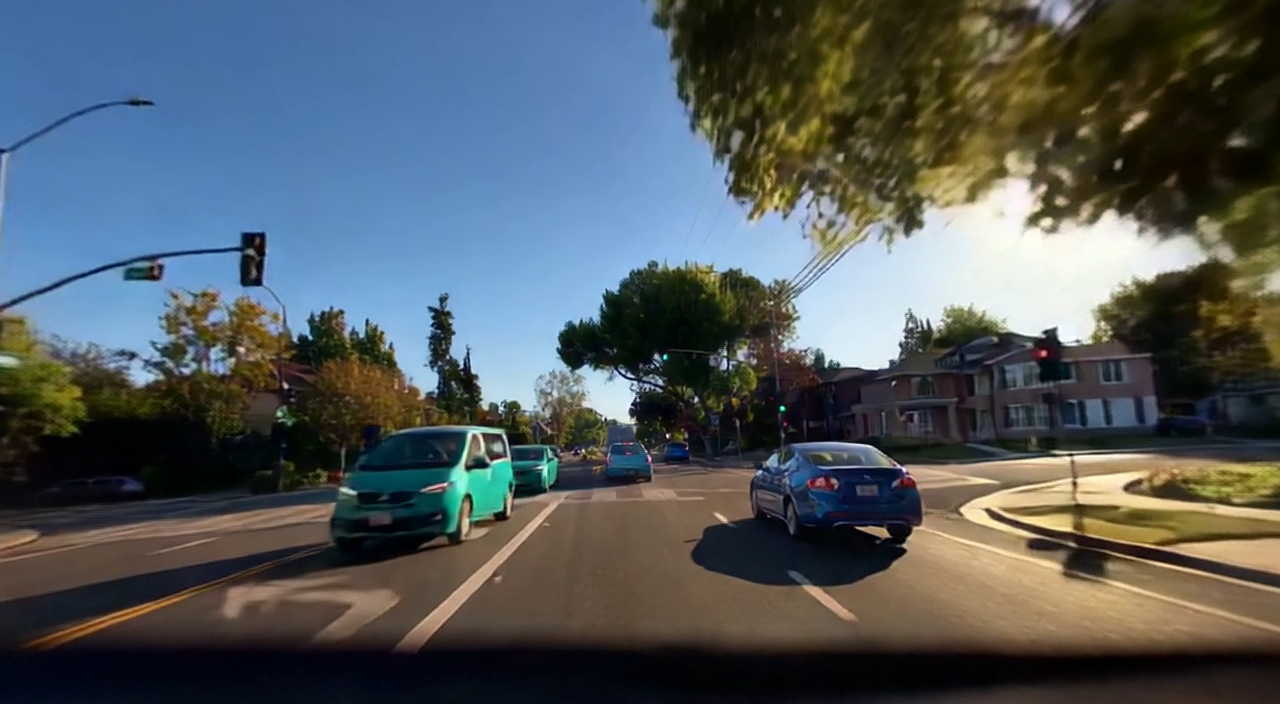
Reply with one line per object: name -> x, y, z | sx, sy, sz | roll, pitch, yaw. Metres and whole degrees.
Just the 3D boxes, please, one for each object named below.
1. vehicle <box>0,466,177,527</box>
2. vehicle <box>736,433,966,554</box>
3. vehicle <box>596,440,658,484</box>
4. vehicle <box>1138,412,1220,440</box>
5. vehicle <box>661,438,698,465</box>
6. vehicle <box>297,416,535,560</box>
vehicle -> -18.149, 4.595, 20.469 | 4.918, 1.698, 2.184 | -2, -8, 11
vehicle -> 2.898, 2.036, 9.908 | 1.973, 1.447, 4.402 | 0, -8, -2
vehicle -> -0.514, 4.037, 23.523 | 2.114, 1.483, 4.207 | 0, -8, -2
vehicle -> 33.462, 4.667, 39.360 | 1.891, 1.644, 3.671 | 0, -8, 1
vehicle -> 2.840, 7.285, 46.390 | 2.187, 1.847, 4.553 | 0, -8, -3
vehicle -> -3.189, 2.063, 10.538 | 2.083, 1.741, 5.530 | 0, -8, -2
